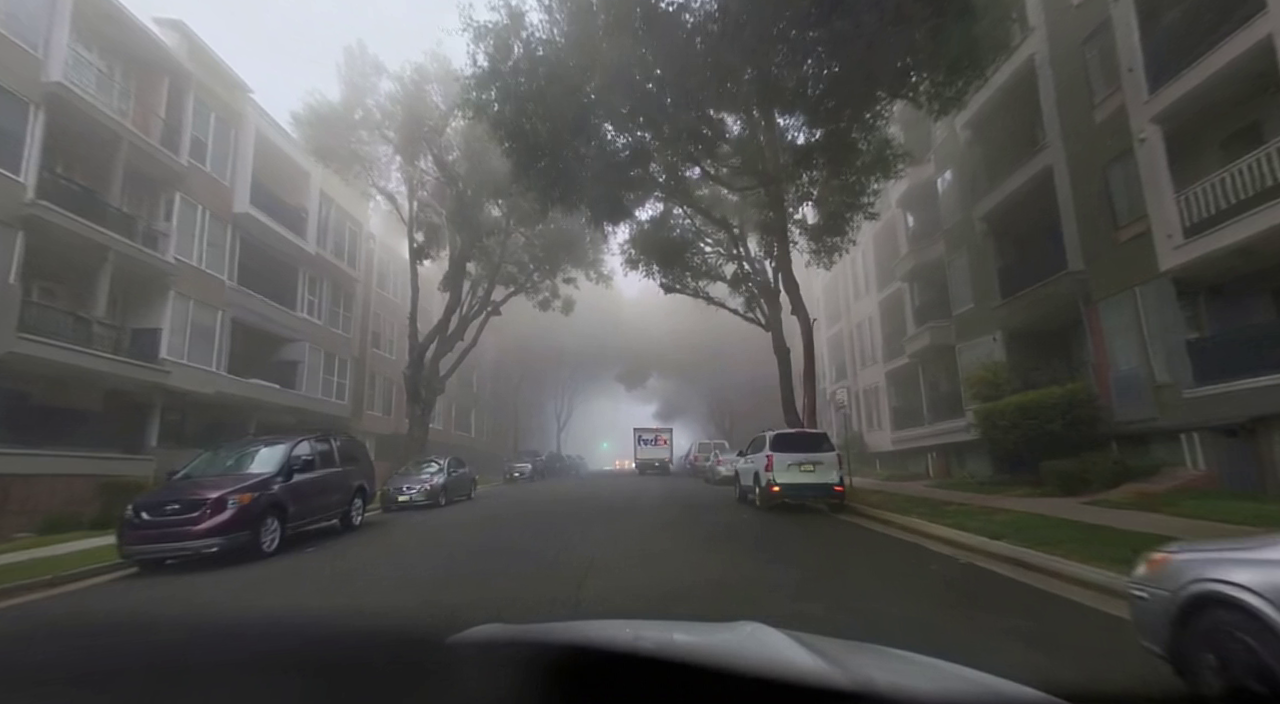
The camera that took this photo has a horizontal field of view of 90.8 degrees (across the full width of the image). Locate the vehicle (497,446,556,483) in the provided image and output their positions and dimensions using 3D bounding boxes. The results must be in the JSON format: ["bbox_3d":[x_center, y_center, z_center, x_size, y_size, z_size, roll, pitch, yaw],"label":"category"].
[{"bbox_3d":[-5.757,5.741,32.538,2.089,1.757,4.256,0,-8,2],"label":"vehicle"}]

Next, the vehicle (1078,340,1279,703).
[{"bbox_3d":[3.523,0.666,1.318,2.072,1.742,4.210,0,-8,-1],"label":"vehicle"}]

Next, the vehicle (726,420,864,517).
[{"bbox_3d":[3.577,2.778,15.514,2.099,2.018,4.087,0,-9,-4],"label":"vehicle"}]

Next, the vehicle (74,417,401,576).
[{"bbox_3d":[-5.730,2.082,9.976,2.098,1.894,4.616,0,-9,0],"label":"vehicle"}]

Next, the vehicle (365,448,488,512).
[{"bbox_3d":[-5.794,3.500,17.782,1.888,1.546,4.306,0,-8,1],"label":"vehicle"}]

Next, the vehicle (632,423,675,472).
[{"bbox_3d":[0.847,7.134,47.334,2.930,3.275,8.180,0,-8,-1],"label":"vehicle"}]
